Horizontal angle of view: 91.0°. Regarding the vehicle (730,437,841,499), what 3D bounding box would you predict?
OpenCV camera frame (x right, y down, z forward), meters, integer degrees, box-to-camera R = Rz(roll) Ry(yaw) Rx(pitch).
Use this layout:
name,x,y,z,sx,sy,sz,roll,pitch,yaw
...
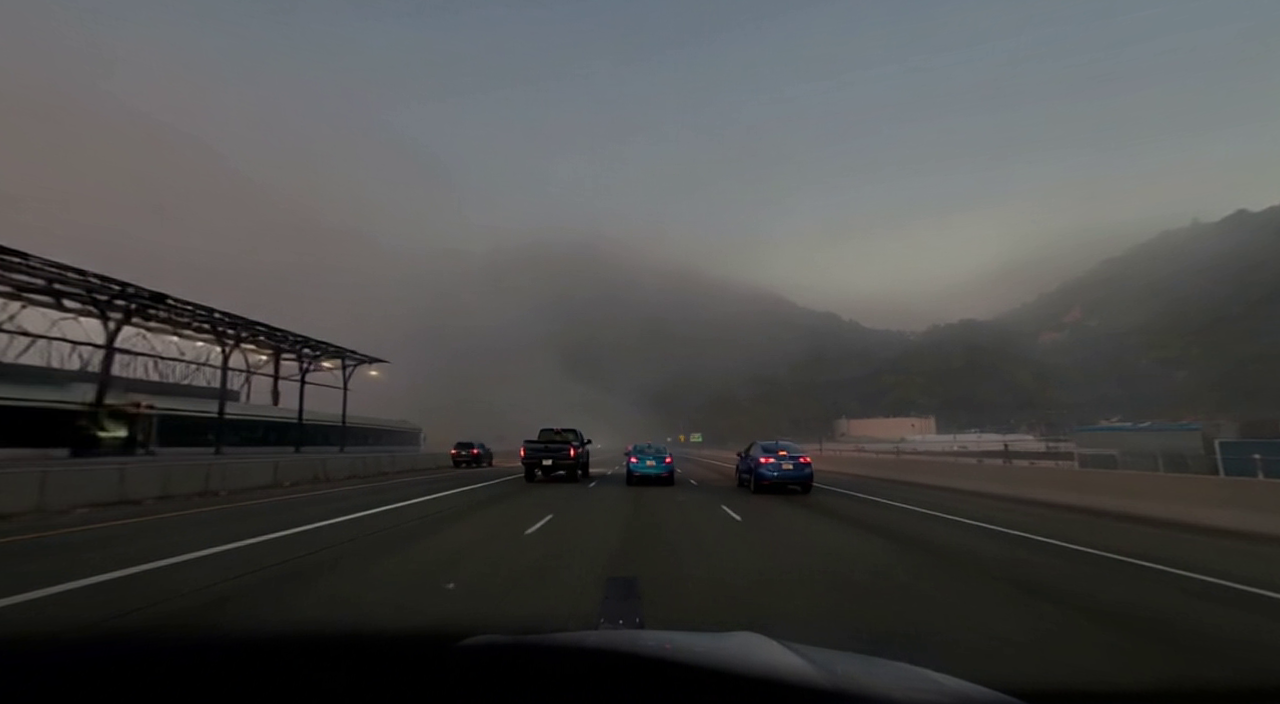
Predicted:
name,x,y,z,sx,sy,sz,roll,pitch,yaw
vehicle,3.972,3.258,18.117,2.023,1.510,4.773,0,-9,-1

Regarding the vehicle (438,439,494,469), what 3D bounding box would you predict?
name,x,y,z,sx,sy,sz,roll,pitch,yaw
vehicle,-10.800,6.365,39.381,2.137,1.728,4.665,0,-9,0

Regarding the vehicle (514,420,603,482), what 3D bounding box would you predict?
name,x,y,z,sx,sy,sz,roll,pitch,yaw
vehicle,-3.152,4.083,26.244,2.733,2.230,6.820,0,-9,1

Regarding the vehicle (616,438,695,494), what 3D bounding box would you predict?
name,x,y,z,sx,sy,sz,roll,pitch,yaw
vehicle,0.421,3.441,19.362,2.171,1.493,4.081,0,-9,0
